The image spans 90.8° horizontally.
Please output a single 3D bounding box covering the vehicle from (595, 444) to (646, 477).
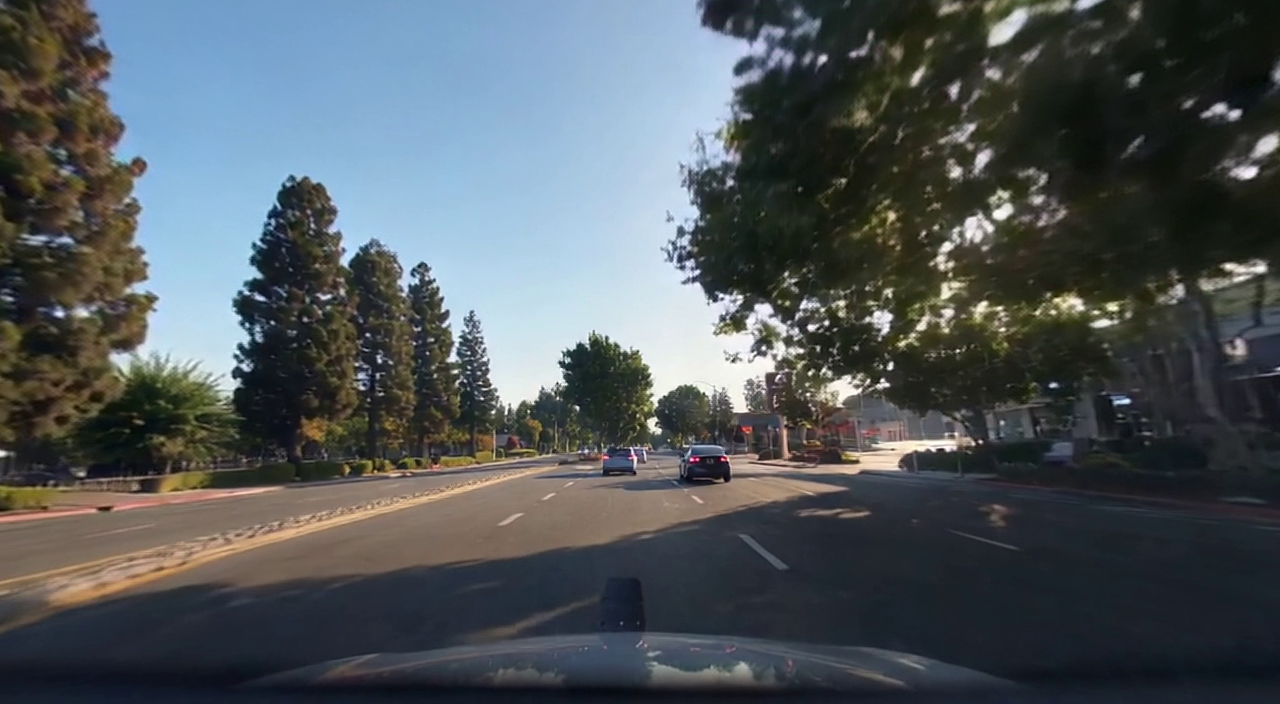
[{"bbox_3d":[-0.892,5.135,30.111,2.242,1.474,4.127,0,-9,-1],"label":"vehicle"}]

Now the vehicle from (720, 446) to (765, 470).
[{"bbox_3d":[6.313,6.610,39.427,2.068,1.393,3.874,0,-9,-2],"label":"vehicle"}]

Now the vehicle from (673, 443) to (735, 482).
[{"bbox_3d":[2.638,4.664,27.008,2.057,1.491,4.675,0,-9,-1],"label":"vehicle"}]
